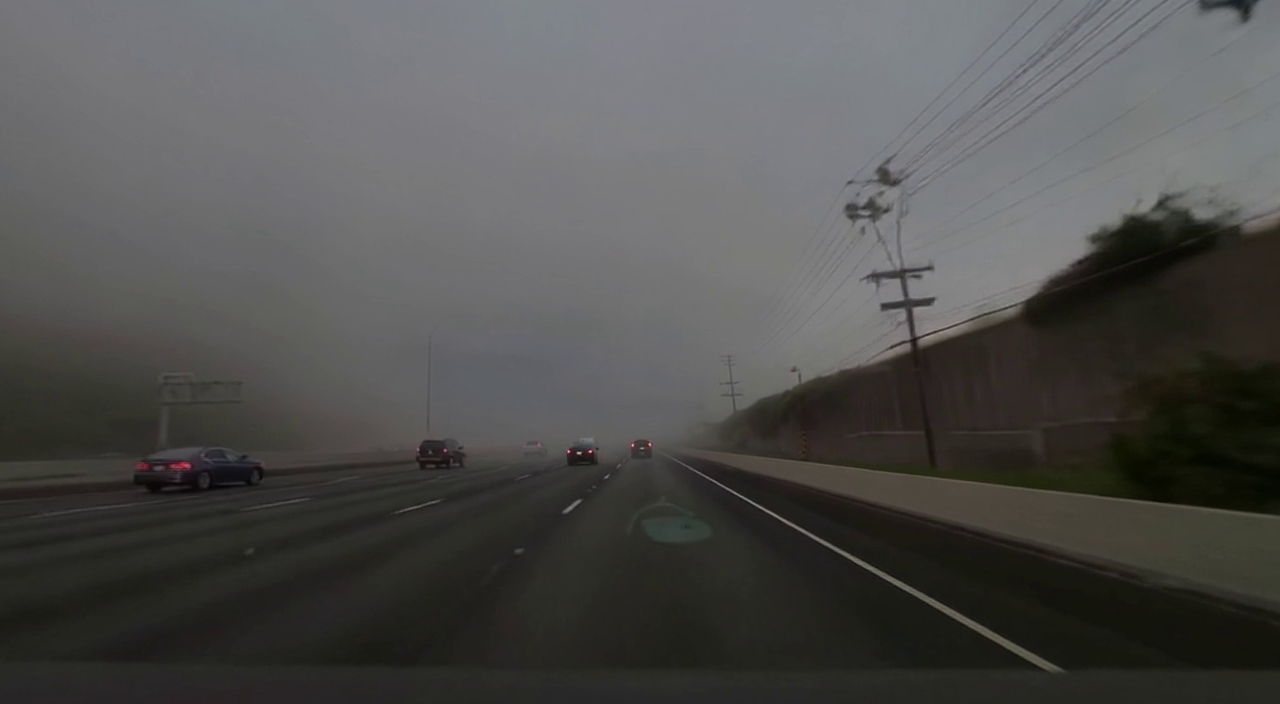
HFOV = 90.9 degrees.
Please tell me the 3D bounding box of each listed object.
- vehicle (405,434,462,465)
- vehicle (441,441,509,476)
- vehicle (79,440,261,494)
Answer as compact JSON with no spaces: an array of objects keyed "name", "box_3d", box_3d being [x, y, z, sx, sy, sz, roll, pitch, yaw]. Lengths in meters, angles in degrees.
[{"name":"vehicle","box_3d":[-14.141,6.731,43.527,2.172,1.946,5.017,0,-9,1]},{"name":"vehicle","box_3d":[-7.448,4.826,28.865,1.899,1.472,4.202,0,-9,1]},{"name":"vehicle","box_3d":[-14.375,3.533,19.758,1.885,1.474,4.849,0,-9,1]}]
